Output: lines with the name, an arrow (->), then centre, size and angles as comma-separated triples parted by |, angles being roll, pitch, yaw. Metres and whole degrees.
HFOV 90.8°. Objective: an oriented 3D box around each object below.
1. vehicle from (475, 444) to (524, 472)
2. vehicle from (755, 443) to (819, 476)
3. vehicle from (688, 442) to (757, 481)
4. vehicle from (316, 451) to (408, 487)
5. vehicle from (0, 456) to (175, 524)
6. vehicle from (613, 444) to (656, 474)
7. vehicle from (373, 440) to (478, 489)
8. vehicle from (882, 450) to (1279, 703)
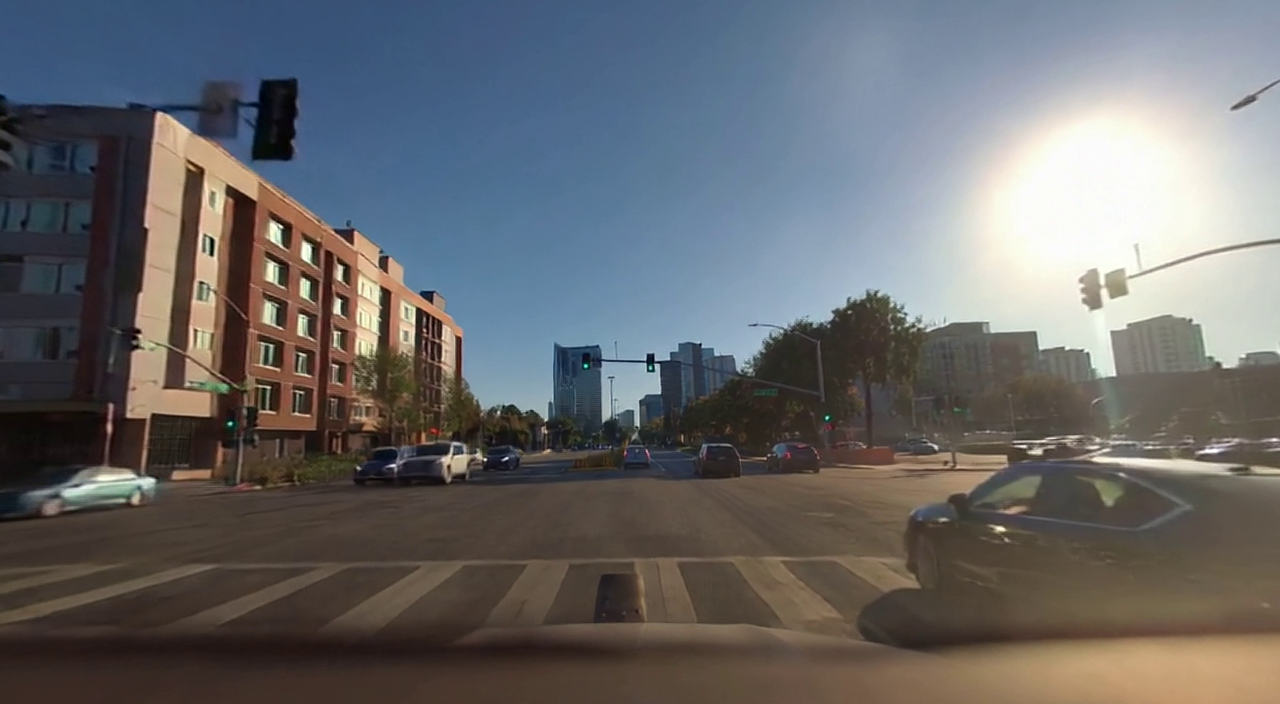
vehicle -> -9.101, 6.910, 41.382 | 2.160, 1.689, 4.451 | 0, -8, 0
vehicle -> 6.924, 5.112, 30.290 | 1.861, 1.473, 4.393 | 0, -8, -2
vehicle -> 3.445, 4.665, 27.285 | 2.226, 1.490, 4.593 | 0, -8, -2
vehicle -> -12.482, 5.253, 28.704 | 2.181, 1.440, 4.253 | 0, -8, 1
vehicle -> -15.403, 3.590, 16.996 | 2.144, 1.463, 4.701 | 0, -8, 1
vehicle -> -0.315, 5.649, 33.704 | 2.143, 1.480, 4.006 | 0, -8, -1
vehicle -> -8.590, 4.551, 25.923 | 2.590, 1.769, 4.827 | 0, -8, 1
vehicle -> 3.246, 1.219, 3.447 | 2.080, 1.321, 4.382 | 0, -8, -1
